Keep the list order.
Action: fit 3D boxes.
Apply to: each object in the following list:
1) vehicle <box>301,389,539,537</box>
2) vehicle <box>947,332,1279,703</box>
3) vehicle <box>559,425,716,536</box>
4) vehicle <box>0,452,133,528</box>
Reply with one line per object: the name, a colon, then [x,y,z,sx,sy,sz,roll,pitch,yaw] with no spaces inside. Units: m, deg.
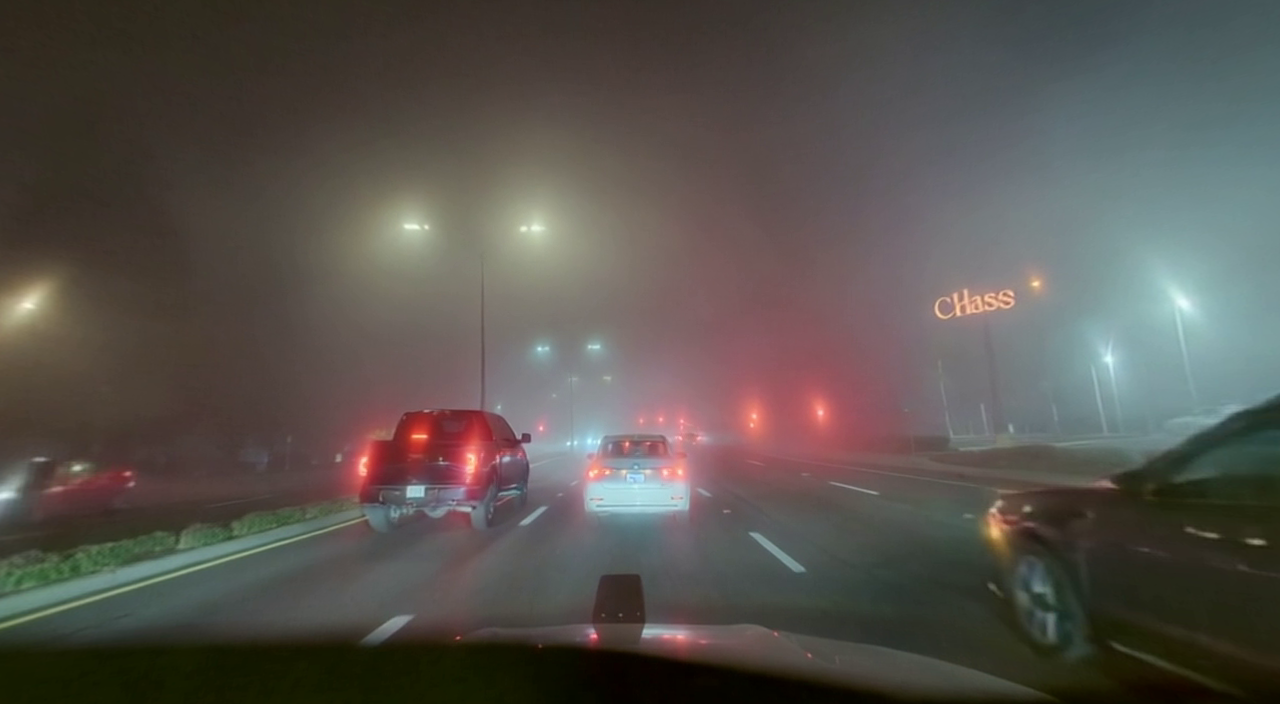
vehicle: [-3.418,1.899,11.373,2.301,1.985,5.531,0,-8,0]
vehicle: [3.339,0.745,2.156,2.092,1.658,4.814,0,-8,-1]
vehicle: [-0.089,2.041,10.624,2.126,1.475,3.967,0,-8,-2]
vehicle: [-14.096,3.096,14.516,1.737,1.498,3.854,0,-8,-2]
